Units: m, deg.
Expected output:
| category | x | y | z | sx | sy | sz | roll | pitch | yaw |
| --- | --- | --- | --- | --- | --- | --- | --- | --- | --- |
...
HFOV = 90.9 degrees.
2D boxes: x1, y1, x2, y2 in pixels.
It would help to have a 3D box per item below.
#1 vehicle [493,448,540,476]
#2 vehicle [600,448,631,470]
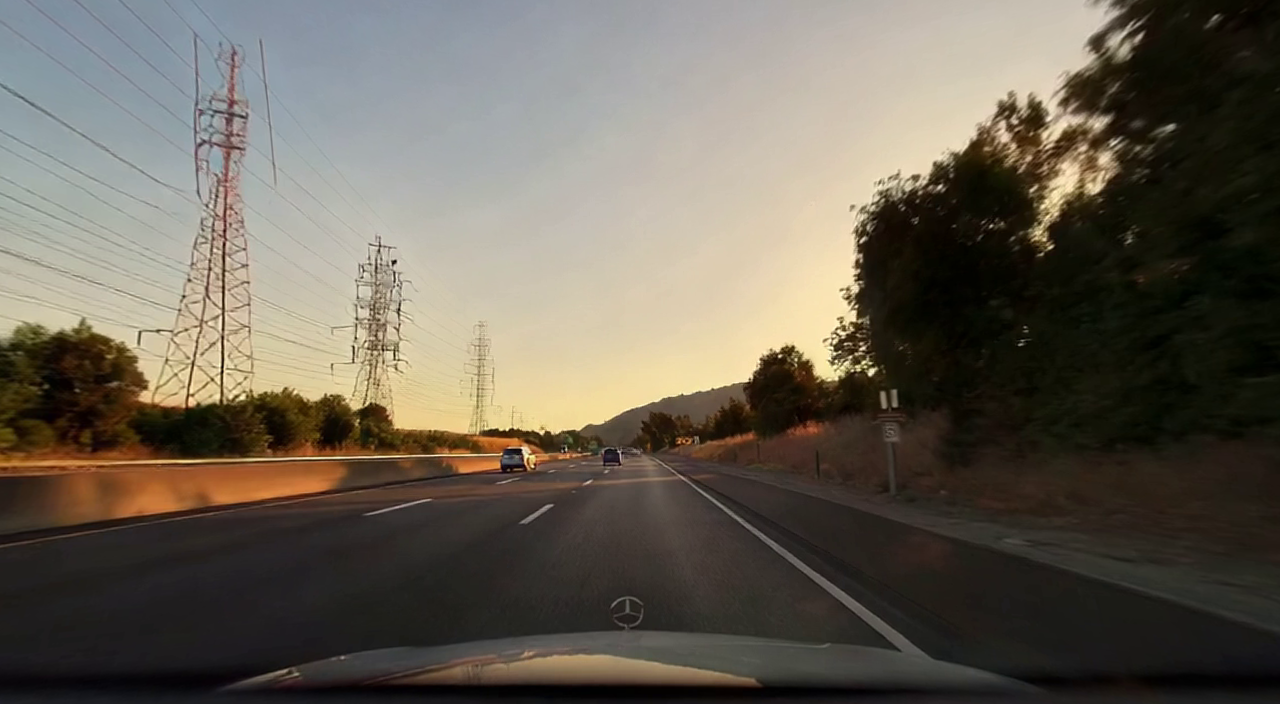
| category | x | y | z | sx | sy | sz | roll | pitch | yaw |
| --- | --- | --- | --- | --- | --- | --- | --- | --- | --- |
| vehicle | -7.105 | 6.343 | 36.561 | 1.911 | 1.491 | 3.624 | 0 | -9 | 1 |
| vehicle | -1.707 | 7.659 | 45.232 | 1.968 | 1.462 | 3.937 | 0 | -9 | 1 |
